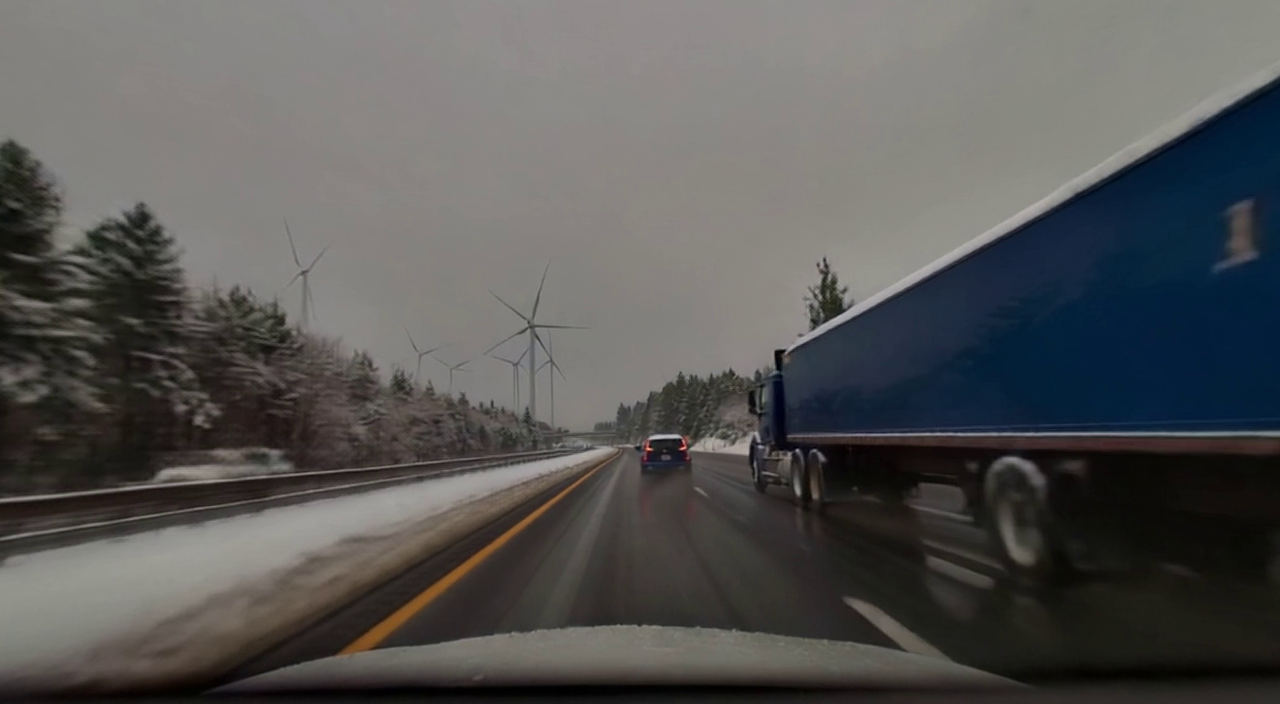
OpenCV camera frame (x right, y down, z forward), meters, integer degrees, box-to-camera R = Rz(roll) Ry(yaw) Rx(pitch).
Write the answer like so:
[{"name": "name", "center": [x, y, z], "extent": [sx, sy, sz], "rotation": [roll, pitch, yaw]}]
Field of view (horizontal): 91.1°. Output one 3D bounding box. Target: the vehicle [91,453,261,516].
[{"name": "vehicle", "center": [-12.756, 3.621, 17.647], "extent": [1.884, 1.480, 3.831], "rotation": [0, -8, -1]}]

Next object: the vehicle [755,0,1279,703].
[{"name": "vehicle", "center": [4.706, 0.588, 8.604], "extent": [3.129, 4.126, 14.913], "rotation": [0, -8, -1]}]

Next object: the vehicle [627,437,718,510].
[{"name": "vehicle", "center": [0.734, 3.046, 16.421], "extent": [2.038, 1.624, 4.312], "rotation": [0, -8, 0]}]
